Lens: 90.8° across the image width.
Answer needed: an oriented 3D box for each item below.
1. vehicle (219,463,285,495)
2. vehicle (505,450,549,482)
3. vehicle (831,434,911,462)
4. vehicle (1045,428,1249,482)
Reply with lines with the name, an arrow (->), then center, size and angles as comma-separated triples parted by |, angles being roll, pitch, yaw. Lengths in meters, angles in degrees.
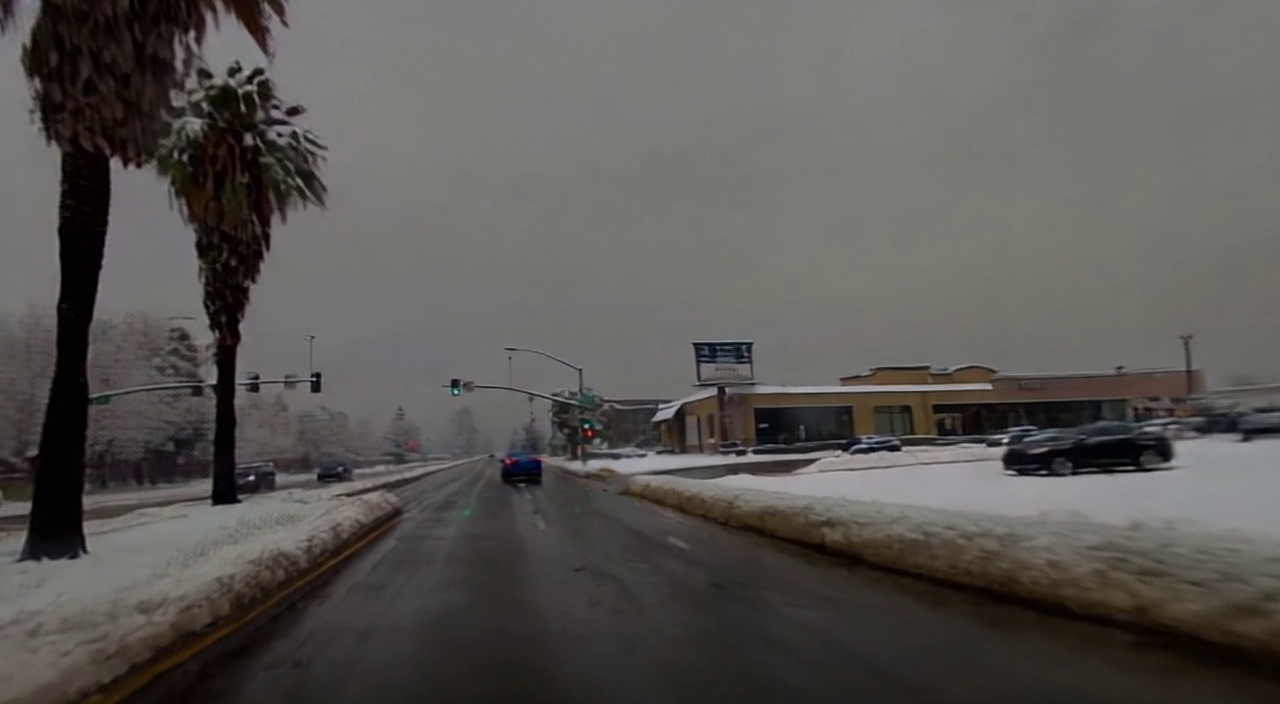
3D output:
vehicle -> -22.148, 7.241, 36.250 | 2.027, 1.534, 4.779 | 2, -9, -17
vehicle -> -6.230, 6.175, 34.469 | 1.969, 1.555, 4.431 | 2, -9, -15
vehicle -> 13.371, 5.603, 36.902 | 2.046, 1.481, 4.936 | 1, -9, -12
vehicle -> 14.262, 2.891, 17.898 | 4.355, 1.398, 2.085 | 1, -9, -11
